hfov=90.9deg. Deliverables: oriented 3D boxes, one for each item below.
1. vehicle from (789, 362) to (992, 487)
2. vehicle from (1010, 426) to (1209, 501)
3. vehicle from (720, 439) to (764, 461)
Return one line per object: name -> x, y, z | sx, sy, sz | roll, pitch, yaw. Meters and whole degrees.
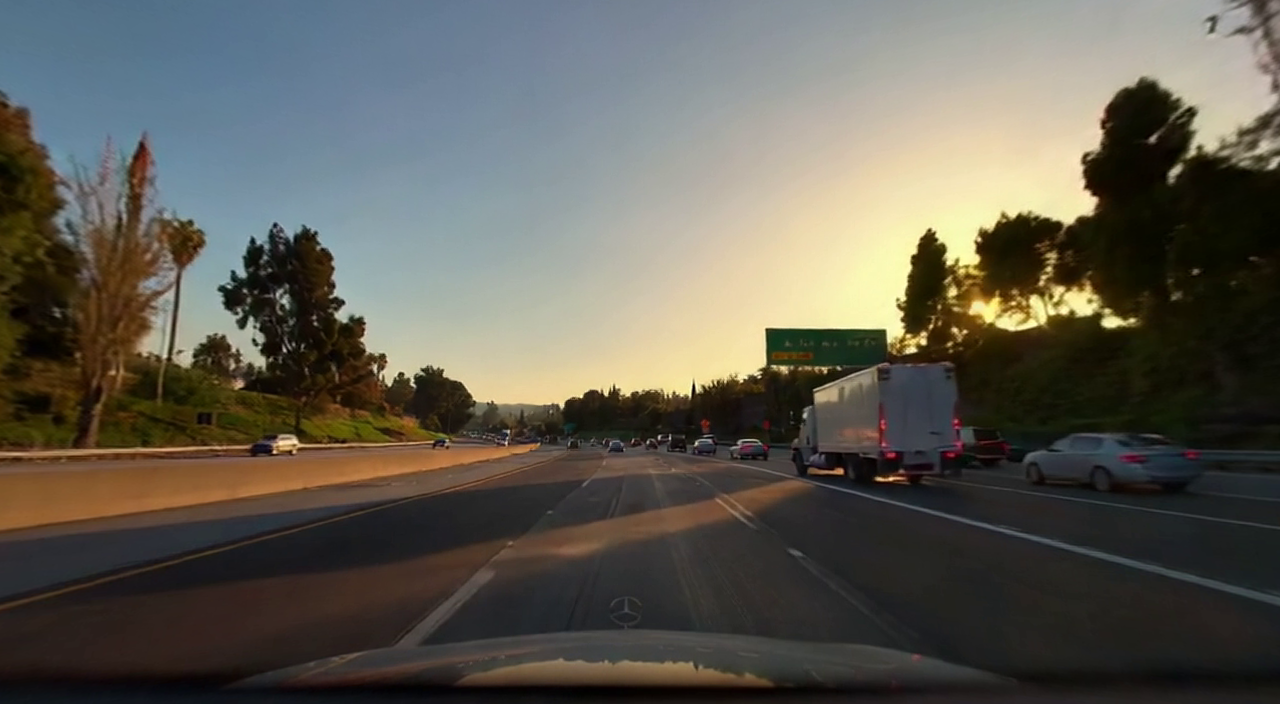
vehicle -> 8.152, 2.715, 22.553 | 2.919, 3.482, 9.838 | 0, -8, -2
vehicle -> 12.945, 3.082, 17.873 | 2.032, 1.827, 4.501 | 0, -8, -2
vehicle -> 7.261, 7.047, 45.495 | 2.092, 1.478, 4.647 | 0, -8, -4
